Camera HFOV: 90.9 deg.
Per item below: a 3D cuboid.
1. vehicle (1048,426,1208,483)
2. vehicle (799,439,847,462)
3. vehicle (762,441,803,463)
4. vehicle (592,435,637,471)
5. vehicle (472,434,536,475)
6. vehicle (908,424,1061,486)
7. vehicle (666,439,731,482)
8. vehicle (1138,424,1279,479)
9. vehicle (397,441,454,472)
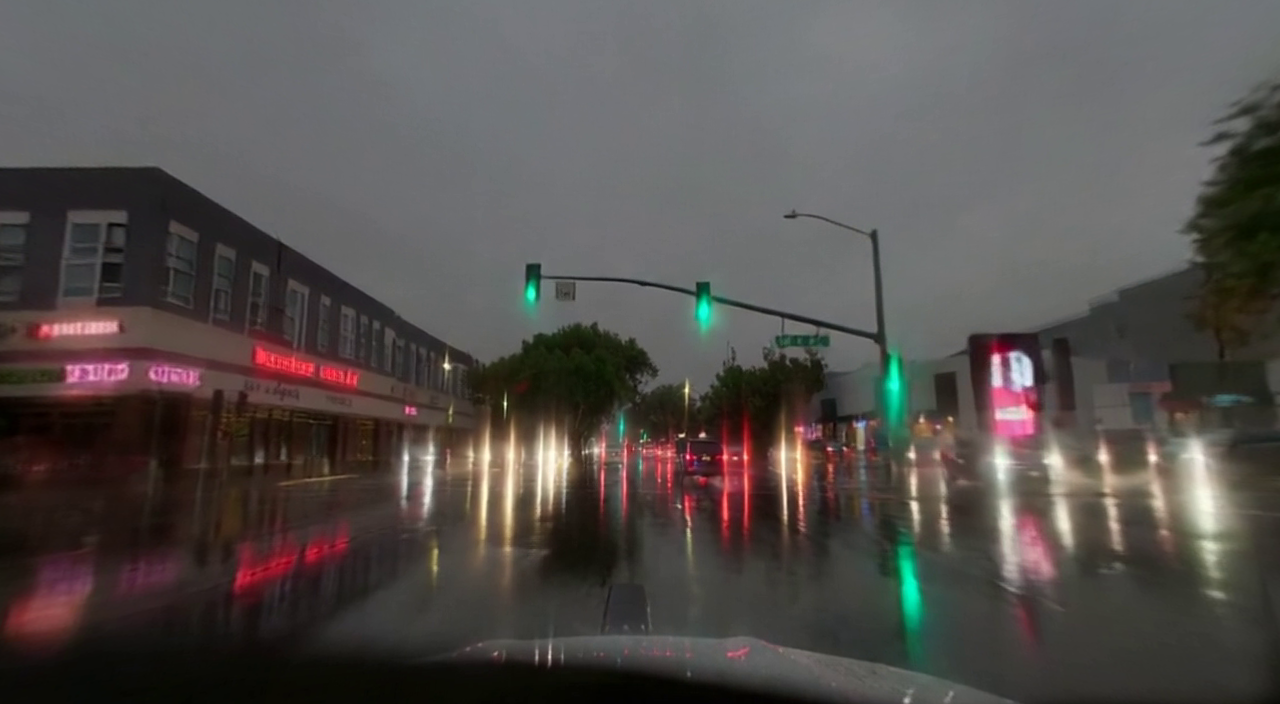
[{"bbox_3d":[17.204,3.643,22.621,2.020,1.796,4.600,-1,-8,0],"label":"vehicle"},{"bbox_3d":[14.108,7.605,48.894,2.007,1.642,5.001,-2,-8,-3],"label":"vehicle"},{"bbox_3d":[11.015,7.719,48.970,2.058,1.493,4.612,-2,-8,0],"label":"vehicle"},{"bbox_3d":[-1.369,5.517,34.586,2.301,1.837,4.411,0,-8,-2],"label":"vehicle"},{"bbox_3d":[-6.460,4.891,30.455,2.242,1.740,4.659,-1,-7,-2],"label":"vehicle"},{"bbox_3d":[11.897,3.593,22.294,2.304,1.907,4.844,0,-8,-6],"label":"vehicle"},{"bbox_3d":[2.239,4.292,25.209,2.046,1.540,3.883,1,-8,-3],"label":"vehicle"},{"bbox_3d":[20.496,3.488,22.317,2.143,1.731,4.290,0,-8,0],"label":"vehicle"},{"bbox_3d":[-13.384,6.528,39.569,2.106,1.779,4.467,0,-8,-1],"label":"vehicle"}]
